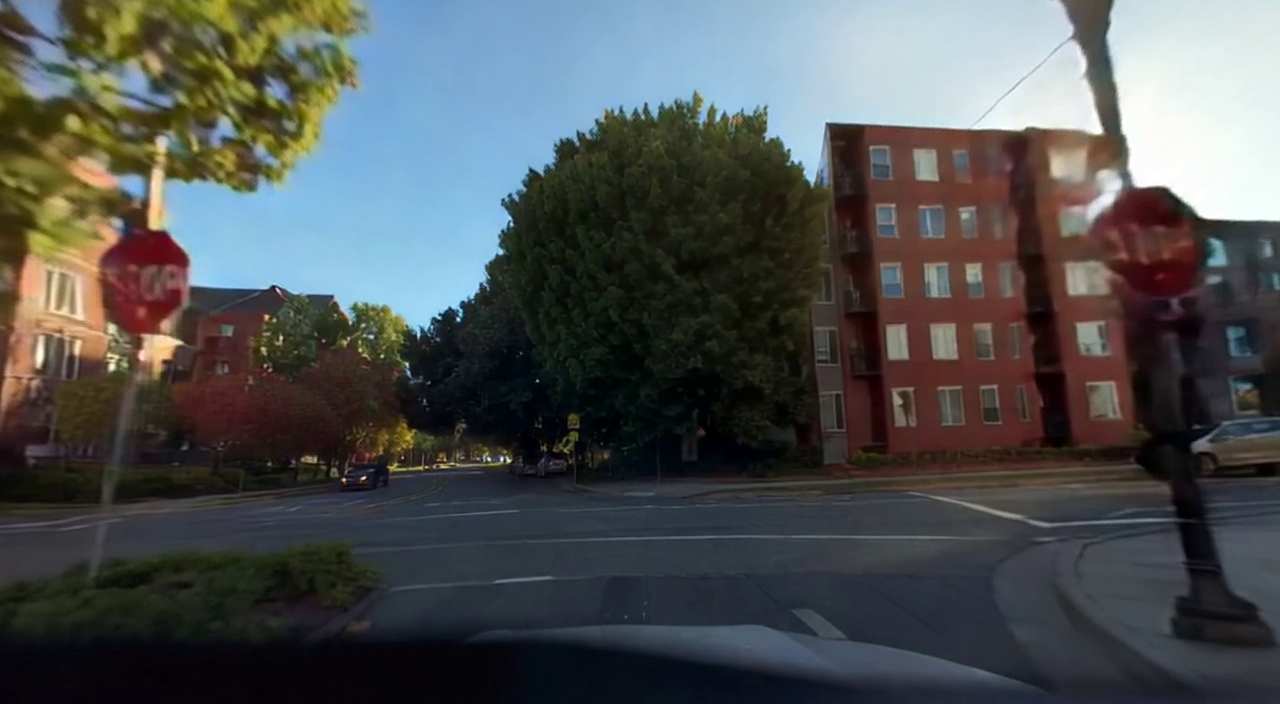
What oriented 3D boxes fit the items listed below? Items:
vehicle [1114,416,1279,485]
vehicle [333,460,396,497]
[{"bbox_3d":[18.455,3.072,19.746,5.213,1.850,2.126,-4,-11,4],"label":"vehicle"},{"bbox_3d":[-13.357,6.134,30.843,2.027,1.475,4.522,0,-8,-13],"label":"vehicle"}]
